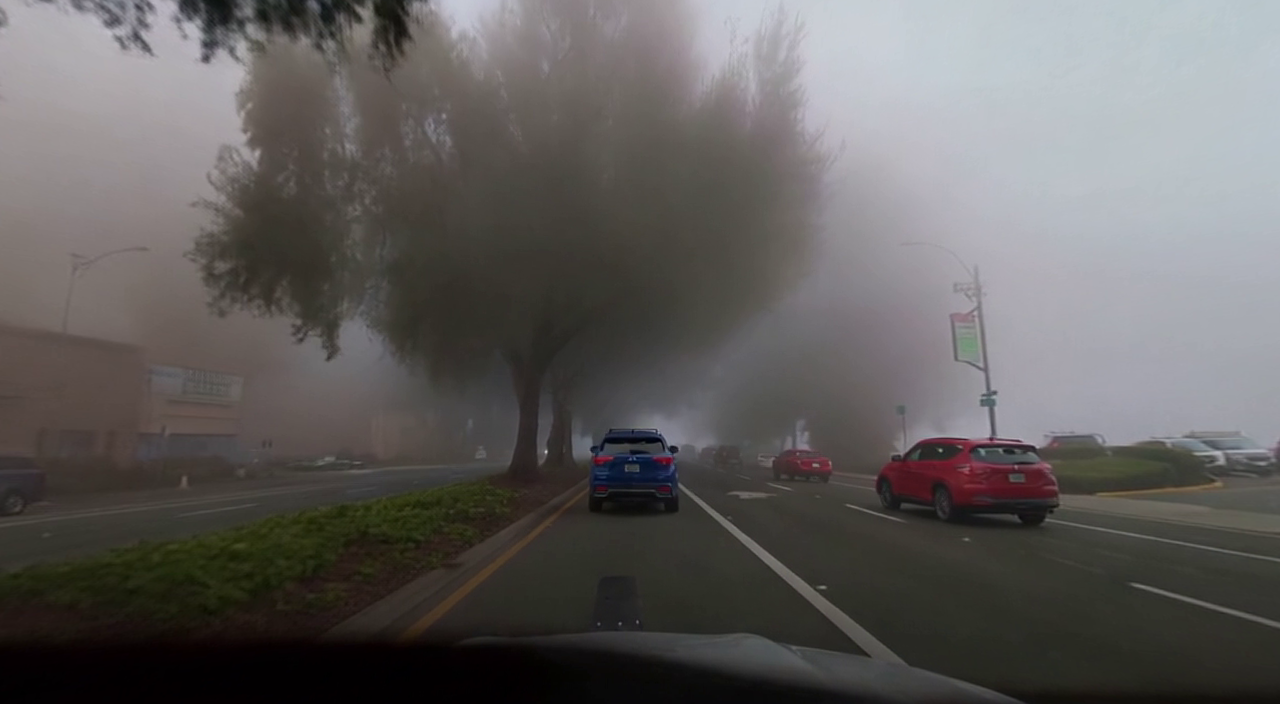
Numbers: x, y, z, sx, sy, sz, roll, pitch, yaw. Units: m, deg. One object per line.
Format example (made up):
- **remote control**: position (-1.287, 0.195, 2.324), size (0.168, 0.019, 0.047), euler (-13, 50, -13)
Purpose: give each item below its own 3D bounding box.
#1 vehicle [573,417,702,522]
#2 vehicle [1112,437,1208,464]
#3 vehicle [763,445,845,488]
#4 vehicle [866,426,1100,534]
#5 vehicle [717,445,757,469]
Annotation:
- **vehicle**: position (-0.054, 2.447, 13.612), size (2.320, 1.880, 4.192), euler (0, -9, 0)
- **vehicle**: position (33.235, 6.327, 40.569), size (1.959, 1.580, 4.873), euler (0, -9, 0)
- **vehicle**: position (6.461, 4.530, 25.450), size (2.035, 1.553, 4.465), euler (0, -9, -1)
- **vehicle**: position (6.300, 2.388, 12.374), size (2.056, 1.703, 4.428), euler (0, -9, 0)
- **vehicle**: position (6.535, 7.105, 43.004), size (1.914, 1.523, 4.287), euler (0, -9, -2)
